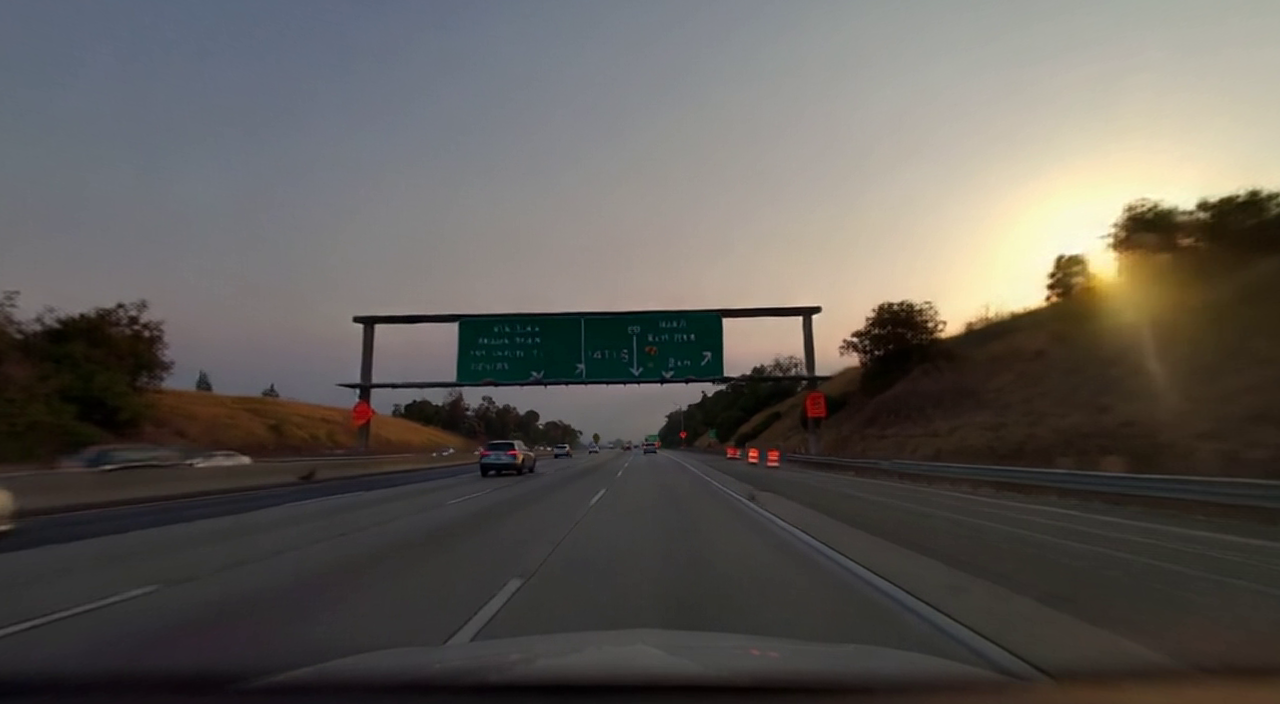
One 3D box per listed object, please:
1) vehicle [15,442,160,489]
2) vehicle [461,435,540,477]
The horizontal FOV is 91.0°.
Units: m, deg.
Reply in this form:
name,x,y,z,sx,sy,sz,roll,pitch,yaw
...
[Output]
name,x,y,z,sx,sy,sz,roll,pitch,yaw
vehicle,-18.480,3.780,21.297,1.582,1.440,3.554,0,-9,1
vehicle,-6.185,4.673,28.537,2.402,1.733,4.512,0,-8,2
